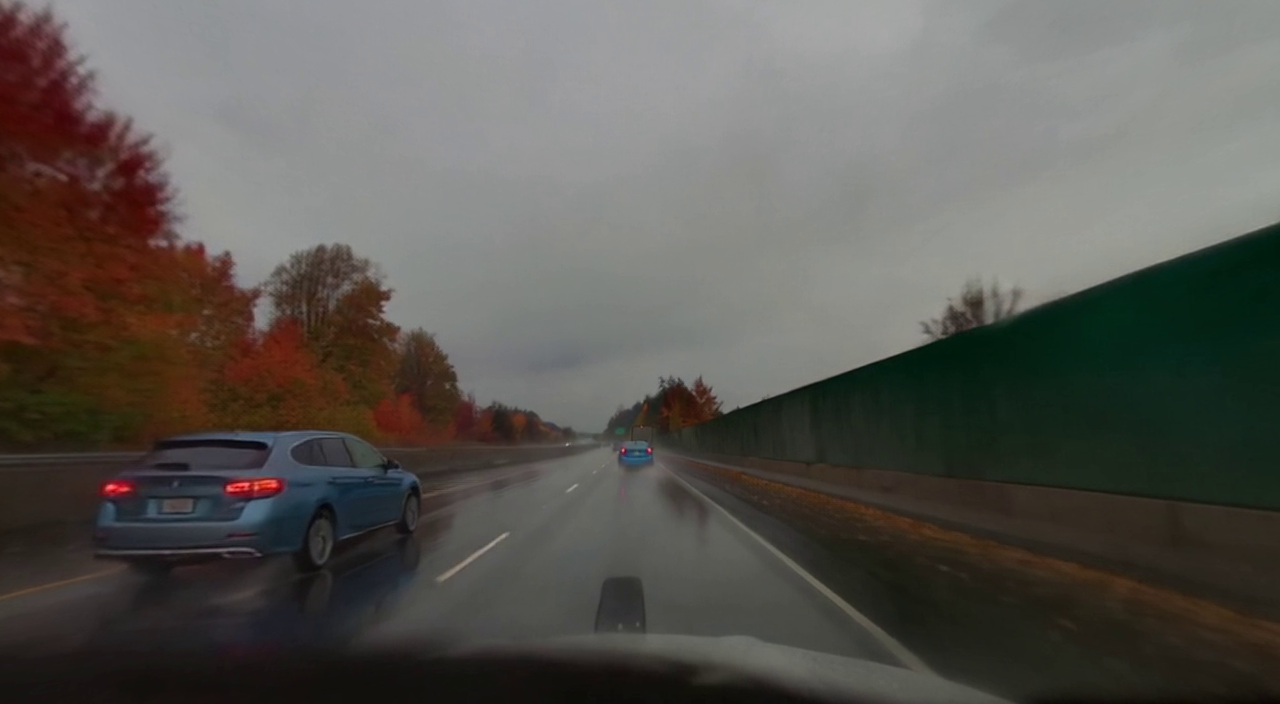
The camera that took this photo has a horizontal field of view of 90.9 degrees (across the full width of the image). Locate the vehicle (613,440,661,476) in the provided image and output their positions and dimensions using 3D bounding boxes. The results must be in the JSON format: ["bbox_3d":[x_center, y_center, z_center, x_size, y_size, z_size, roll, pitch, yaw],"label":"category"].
[{"bbox_3d":[-0.165,4.793,28.703,2.057,1.516,4.065,0,-8,-1],"label":"vehicle"}]

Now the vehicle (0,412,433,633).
[{"bbox_3d":[-3.879,1.503,6.566,2.054,1.536,4.128,0,-8,0],"label":"vehicle"}]
